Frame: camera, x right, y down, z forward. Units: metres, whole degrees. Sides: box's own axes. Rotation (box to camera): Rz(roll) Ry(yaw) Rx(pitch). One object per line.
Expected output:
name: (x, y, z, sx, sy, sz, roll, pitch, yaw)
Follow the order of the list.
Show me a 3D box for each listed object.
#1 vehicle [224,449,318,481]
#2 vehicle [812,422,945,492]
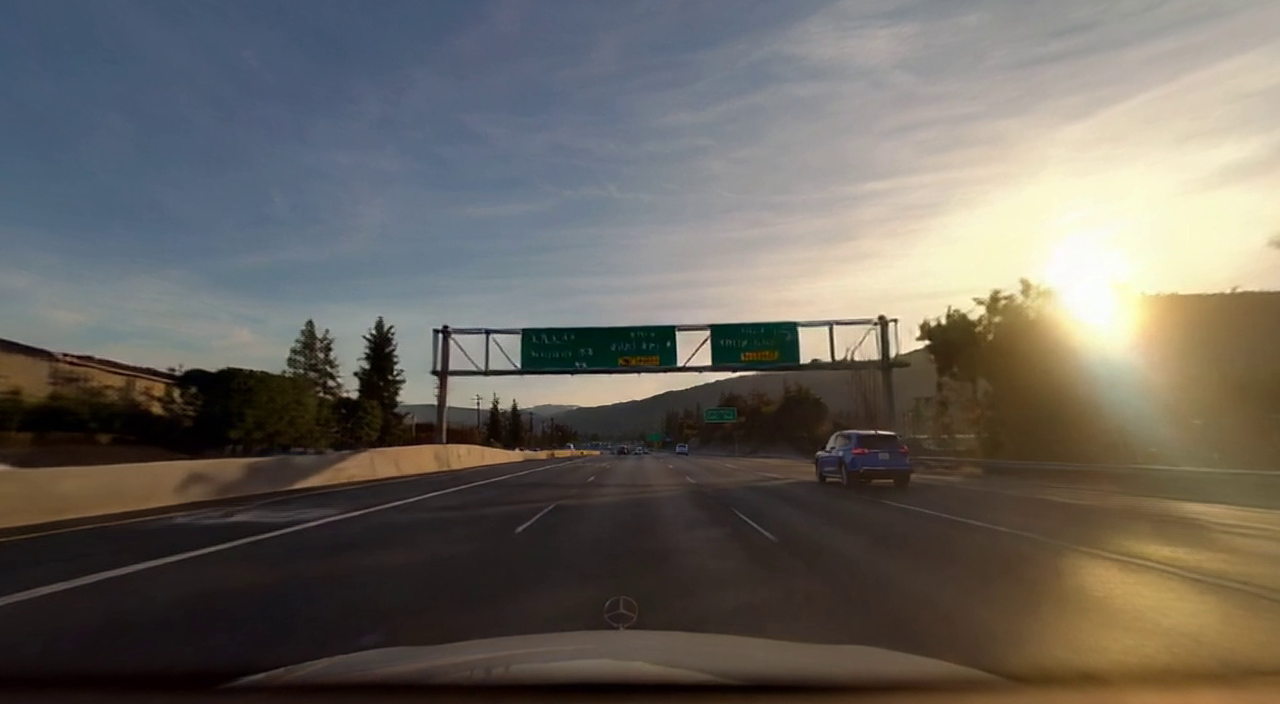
vehicle: (-18.356, 5.623, 31.709, 1.989, 1.471, 4.517, 0, -8, 0)
vehicle: (7.187, 3.223, 19.700, 2.222, 1.899, 4.595, 0, -8, -2)
